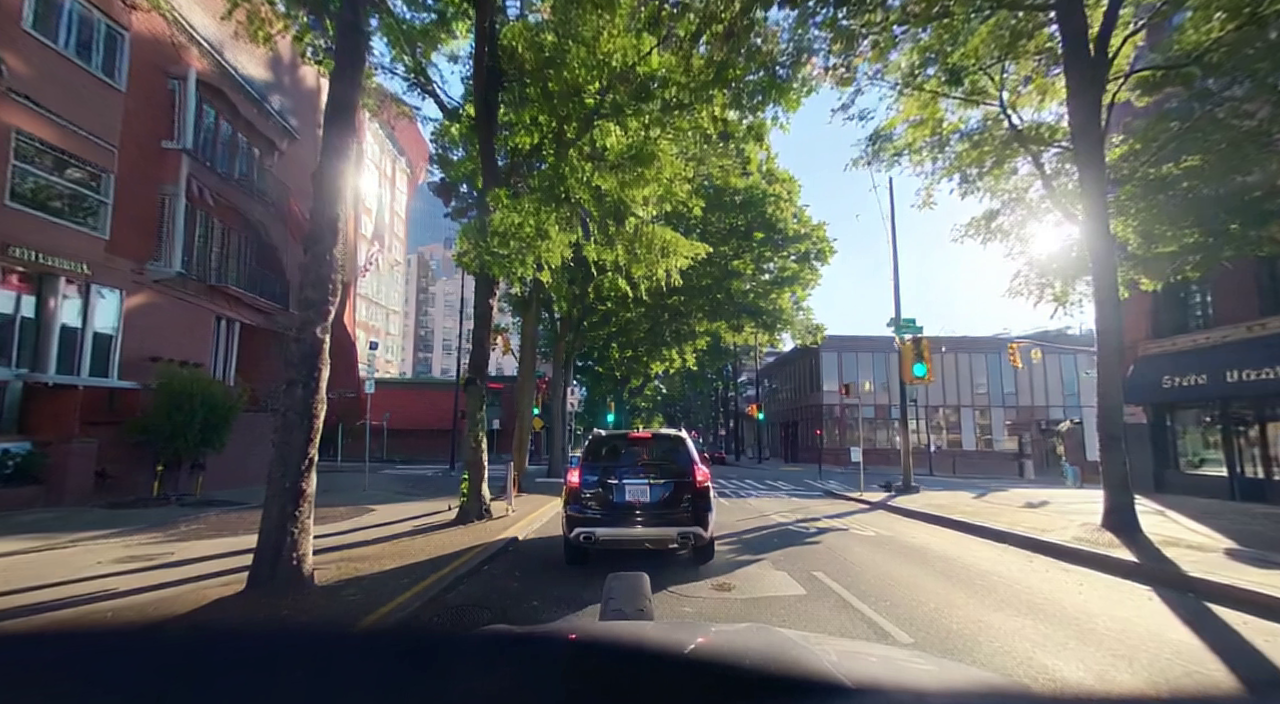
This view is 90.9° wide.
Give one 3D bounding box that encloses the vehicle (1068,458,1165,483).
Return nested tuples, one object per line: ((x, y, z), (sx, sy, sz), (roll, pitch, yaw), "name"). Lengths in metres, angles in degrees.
((30.187, 7.513, 39.986), (4.668, 1.441, 1.904), (0, -9, -4), "vehicle")

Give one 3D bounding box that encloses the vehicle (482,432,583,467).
((-5.319, 4.807, 31.041), (4.536, 1.586, 2.254), (-6, -10, 33), "vehicle")

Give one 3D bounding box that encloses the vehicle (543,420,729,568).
((-0.075, 1.875, 9.042), (2.079, 1.621, 3.861), (0, -9, -1), "vehicle")

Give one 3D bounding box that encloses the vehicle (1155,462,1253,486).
((35.902, 7.756, 40.182), (4.457, 1.409, 1.873), (0, -9, -2), "vehicle")
